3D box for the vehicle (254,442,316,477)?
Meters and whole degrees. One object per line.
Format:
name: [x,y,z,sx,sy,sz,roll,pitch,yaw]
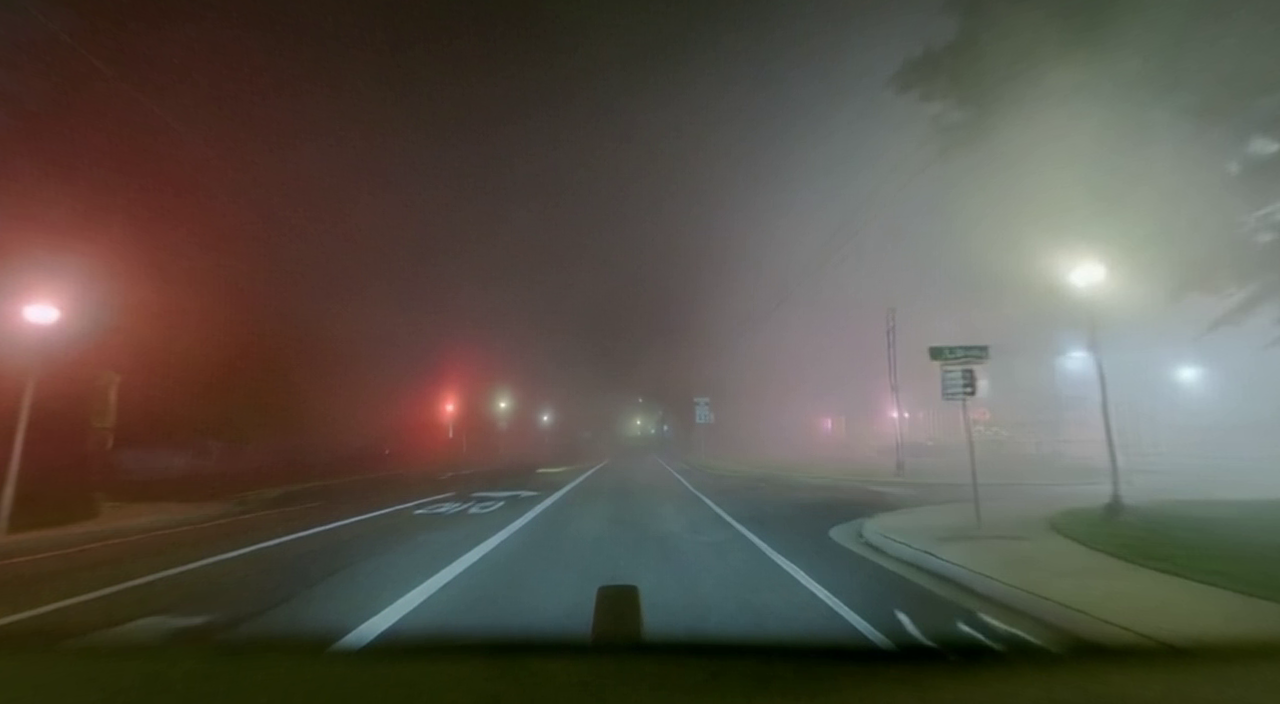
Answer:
vehicle: [-16.456,4.964,29.471,2.061,1.475,4.357,4,-9,-24]
